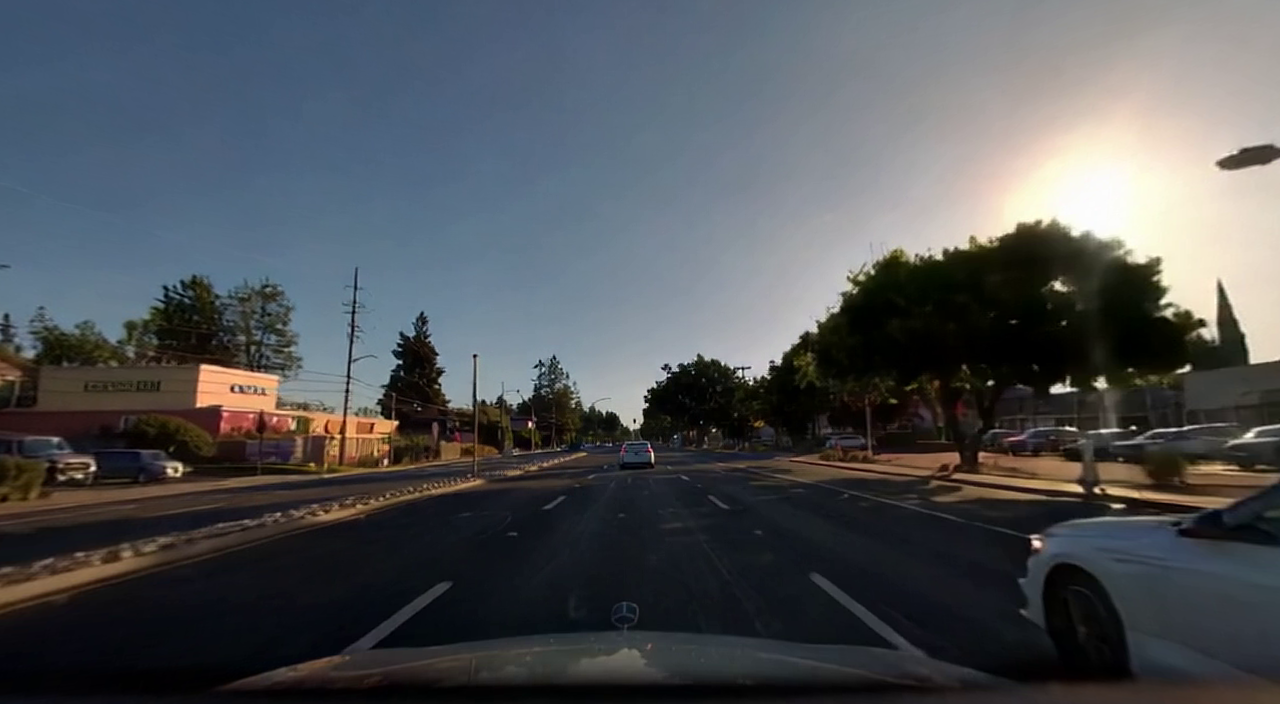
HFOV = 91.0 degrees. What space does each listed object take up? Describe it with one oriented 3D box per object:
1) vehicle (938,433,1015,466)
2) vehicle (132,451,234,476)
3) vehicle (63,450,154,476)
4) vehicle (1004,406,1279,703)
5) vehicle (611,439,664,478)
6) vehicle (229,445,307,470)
[{"bbox_3d":[19.057,5.555,35.895,1.894,1.706,4.583,0,-8,1],"label":"vehicle"},{"bbox_3d":[-27.505,6.702,37.969,4.644,1.437,1.827,0,-9,-2],"label":"vehicle"},{"bbox_3d":[-32.836,6.861,39.091,1.950,1.466,4.704,1,-9,-7],"label":"vehicle"},{"bbox_3d":[3.805,0.900,2.262,2.153,1.456,4.705,0,-8,0],"label":"vehicle"},{"bbox_3d":[-0.139,4.300,25.657,1.998,1.452,3.773,0,-8,-1],"label":"vehicle"},{"bbox_3d":[-27.299,7.744,46.290,4.519,1.712,1.932,0,-8,0],"label":"vehicle"}]
